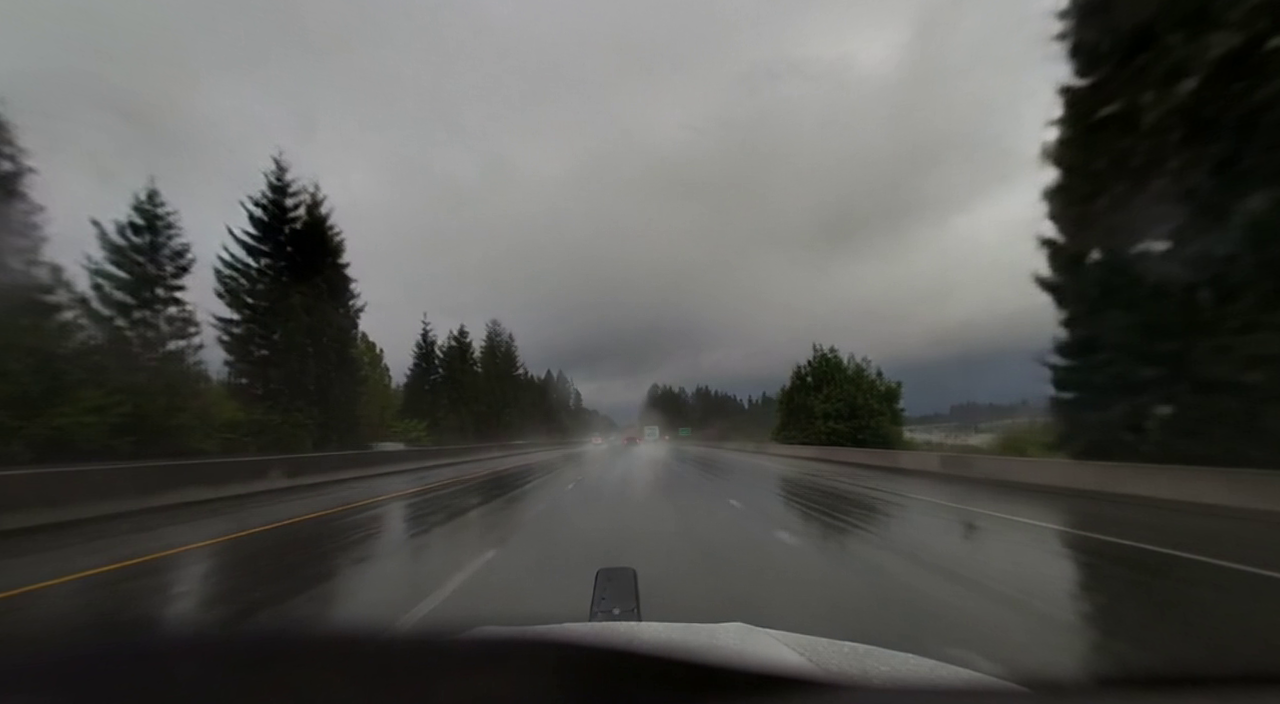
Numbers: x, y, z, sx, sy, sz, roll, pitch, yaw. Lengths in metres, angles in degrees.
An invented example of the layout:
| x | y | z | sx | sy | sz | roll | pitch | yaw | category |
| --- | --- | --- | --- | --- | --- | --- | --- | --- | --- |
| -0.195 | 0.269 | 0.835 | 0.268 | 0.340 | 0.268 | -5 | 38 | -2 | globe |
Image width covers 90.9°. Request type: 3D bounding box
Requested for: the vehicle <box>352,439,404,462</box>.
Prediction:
| x | y | z | sx | sy | sz | roll | pitch | yaw | category |
| --- | --- | --- | --- | --- | --- | --- | --- | --- | --- |
| -17.085 | 6.443 | 41.271 | 1.845 | 1.402 | 3.609 | 0 | -8 | -1 | vehicle |
